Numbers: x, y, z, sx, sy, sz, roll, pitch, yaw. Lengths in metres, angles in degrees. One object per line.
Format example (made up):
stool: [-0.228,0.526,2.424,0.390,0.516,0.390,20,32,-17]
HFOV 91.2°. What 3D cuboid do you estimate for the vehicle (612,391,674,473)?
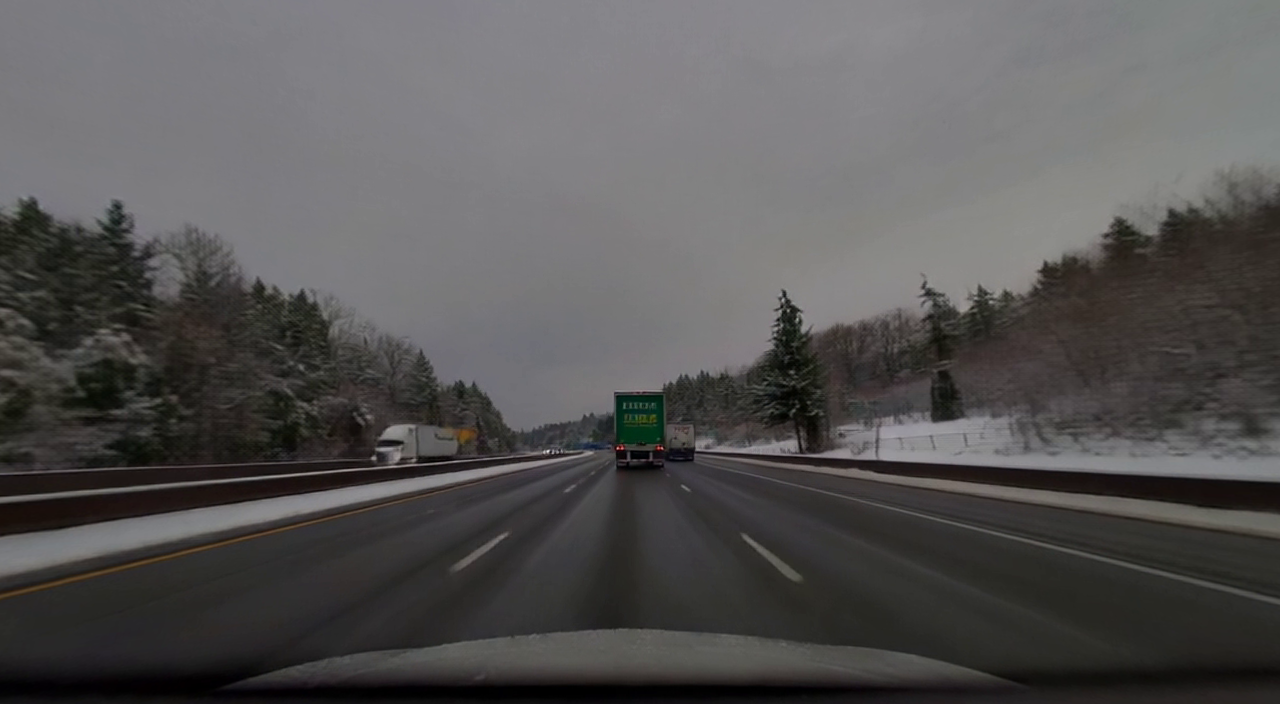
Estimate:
vehicle: [0.109,4.786,36.750,3.057,4.073,10.792,0,-9,0]
